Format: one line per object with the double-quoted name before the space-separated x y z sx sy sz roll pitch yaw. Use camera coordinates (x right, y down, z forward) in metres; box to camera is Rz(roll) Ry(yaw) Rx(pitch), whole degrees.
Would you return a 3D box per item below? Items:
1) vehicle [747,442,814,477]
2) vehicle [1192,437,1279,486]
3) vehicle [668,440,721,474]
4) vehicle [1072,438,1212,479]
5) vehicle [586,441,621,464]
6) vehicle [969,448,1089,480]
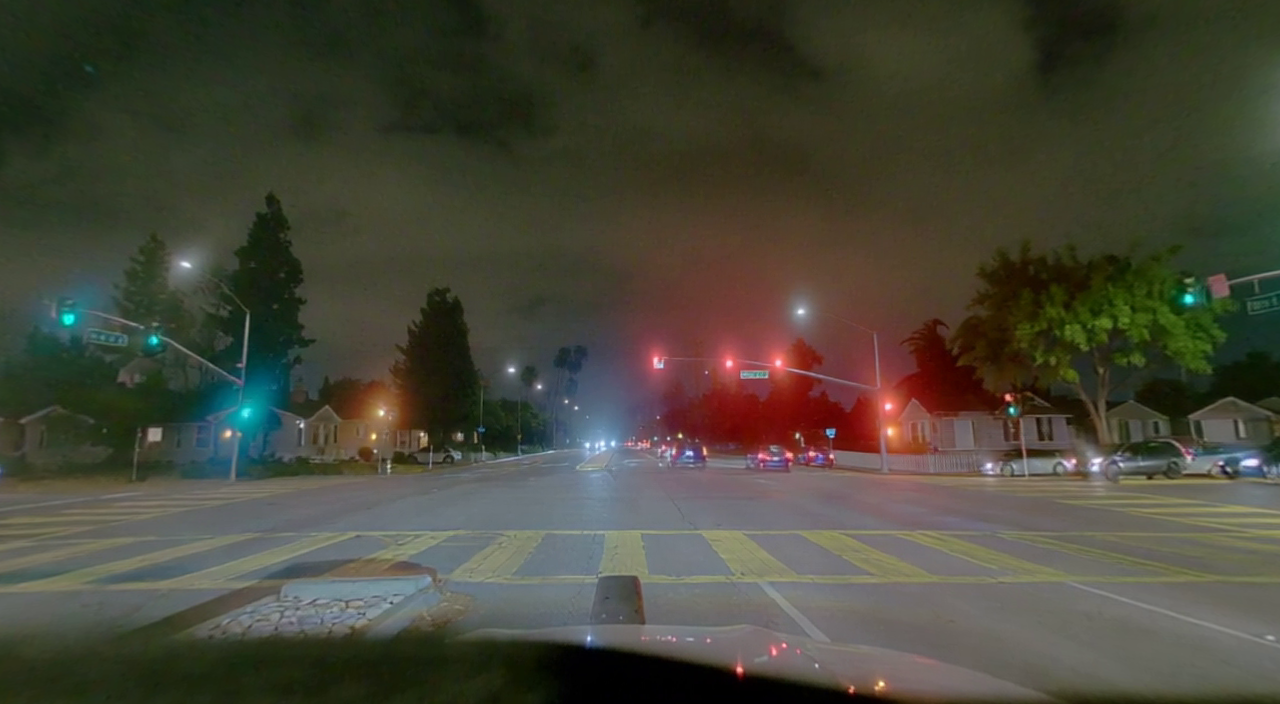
"vehicle" 6.290 4.870 28.867 1.908 1.450 4.564 0 -9 -1
"vehicle" 23.646 4.040 23.461 4.417 1.725 1.969 0 -9 -1
"vehicle" 2.554 5.060 30.671 2.079 1.473 4.748 0 -9 -1
"vehicle" 23.517 4.989 29.740 4.807 1.835 2.033 0 -9 -1
"vehicle" -2.374 6.715 42.286 2.045 1.484 3.991 0 -9 0
"vehicle" 19.754 5.696 32.222 4.874 1.544 1.779 0 -9 1
